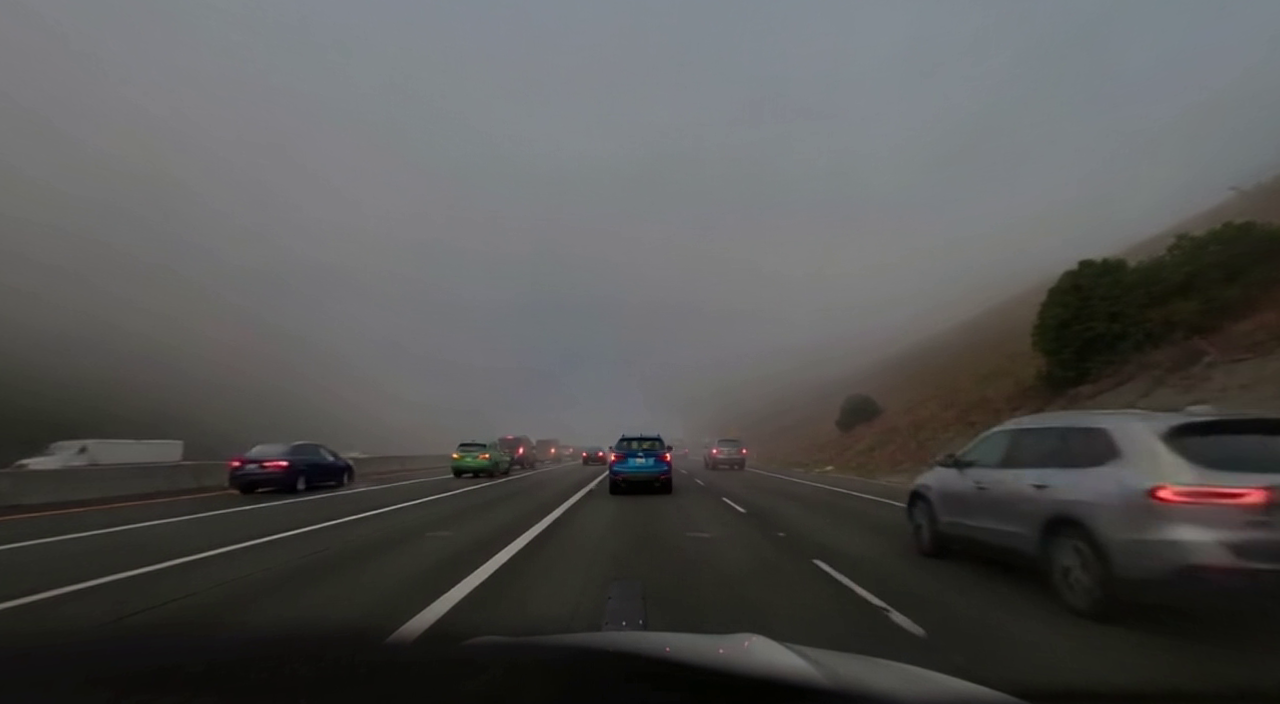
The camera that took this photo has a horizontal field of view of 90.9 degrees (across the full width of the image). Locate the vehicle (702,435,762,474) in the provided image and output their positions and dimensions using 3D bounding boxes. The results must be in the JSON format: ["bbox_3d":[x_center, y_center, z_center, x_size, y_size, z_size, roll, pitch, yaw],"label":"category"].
[{"bbox_3d":[4.652,5.294,32.797,2.204,1.852,5.845,0,-9,0],"label":"vehicle"}]

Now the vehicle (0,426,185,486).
[{"bbox_3d":[-31.966,5.951,36.553,2.962,2.915,11.161,0,-9,0],"label":"vehicle"}]

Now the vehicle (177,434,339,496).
[{"bbox_3d":[-11.452,3.413,19.402,1.999,1.643,4.717,0,-9,0],"label":"vehicle"}]

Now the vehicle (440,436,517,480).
[{"bbox_3d":[-6.765,4.498,26.975,2.024,1.706,4.462,0,-9,1],"label":"vehicle"}]

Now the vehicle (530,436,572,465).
[{"bbox_3d":[-6.441,7.194,46.227,2.294,1.982,5.040,0,-9,1],"label":"vehicle"}]

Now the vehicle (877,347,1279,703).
[{"bbox_3d":[3.904,1.174,5.198,2.092,1.723,4.629,0,-9,0],"label":"vehicle"}]

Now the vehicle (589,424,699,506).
[{"bbox_3d":[0.094,2.849,16.294,2.447,1.804,4.273,0,-9,0],"label":"vehicle"}]
